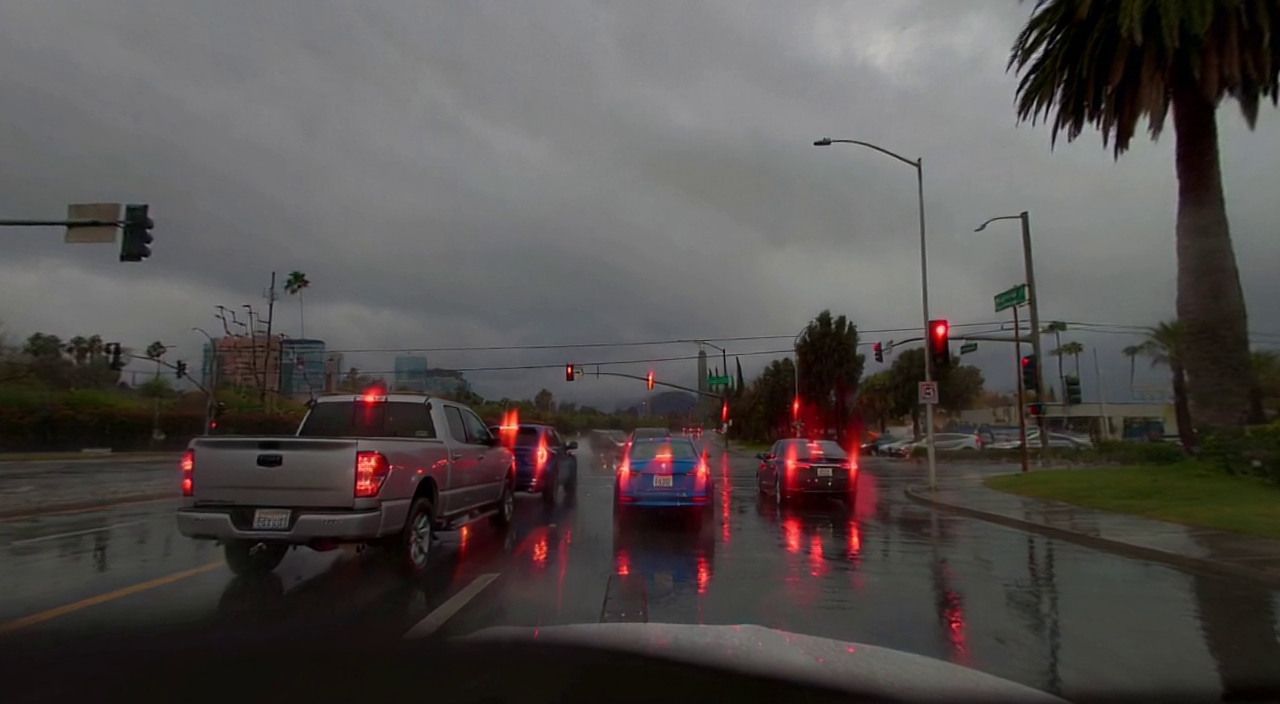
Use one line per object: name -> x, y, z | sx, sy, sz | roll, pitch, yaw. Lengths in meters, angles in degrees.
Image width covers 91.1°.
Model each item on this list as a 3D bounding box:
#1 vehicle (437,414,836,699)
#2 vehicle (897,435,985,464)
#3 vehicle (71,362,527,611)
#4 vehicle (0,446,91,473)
vehicle -> 0.006, 1.403, 5.499 | 2.122, 1.501, 4.152 | 0, -8, 1
vehicle -> 18.751, 6.096, 39.298 | 4.466, 1.717, 1.963 | 0, -9, 2
vehicle -> -3.251, 1.478, 7.891 | 2.330, 1.969, 5.626 | -1, -8, 3
vehicle -> -37.171, 6.632, 38.814 | 4.576, 1.617, 1.937 | 0, -8, 2
